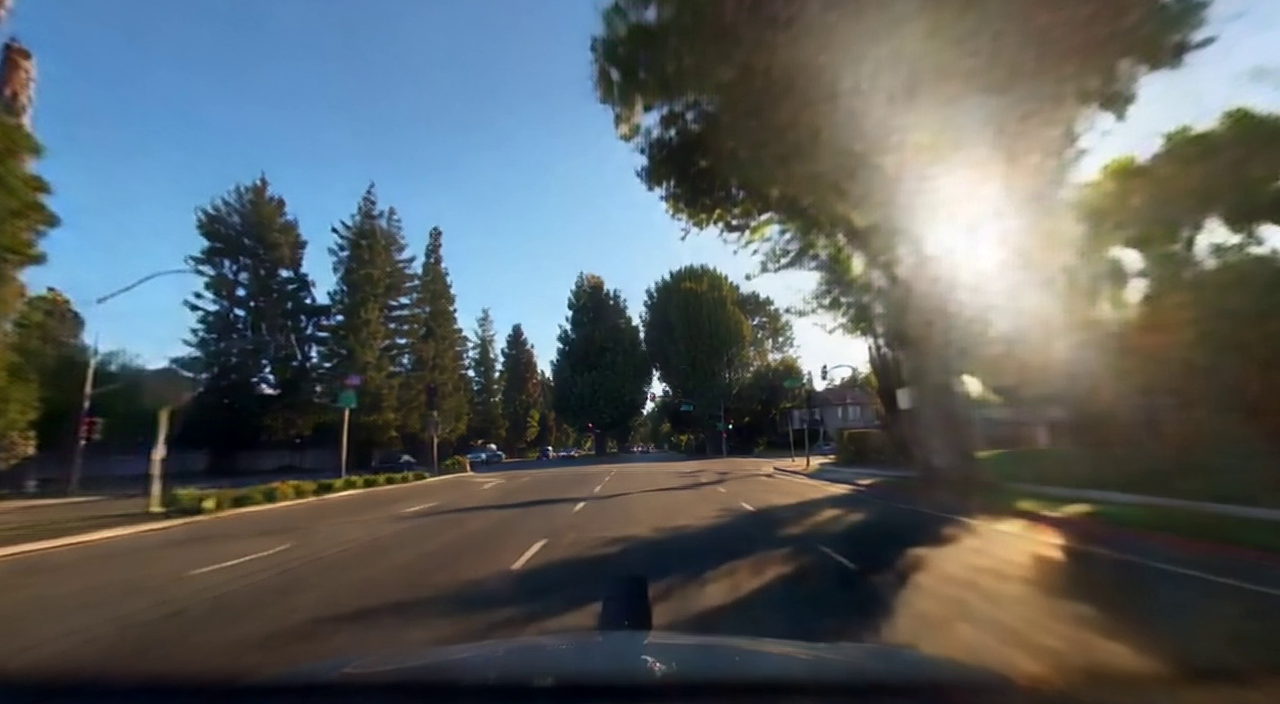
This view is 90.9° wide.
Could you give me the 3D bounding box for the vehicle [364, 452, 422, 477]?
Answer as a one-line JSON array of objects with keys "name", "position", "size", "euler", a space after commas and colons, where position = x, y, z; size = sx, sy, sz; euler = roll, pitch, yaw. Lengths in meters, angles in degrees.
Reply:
[{"name": "vehicle", "position": [-16.504, 7.540, 42.394], "size": [1.946, 1.502, 4.557], "euler": [0, -9, 1]}]
